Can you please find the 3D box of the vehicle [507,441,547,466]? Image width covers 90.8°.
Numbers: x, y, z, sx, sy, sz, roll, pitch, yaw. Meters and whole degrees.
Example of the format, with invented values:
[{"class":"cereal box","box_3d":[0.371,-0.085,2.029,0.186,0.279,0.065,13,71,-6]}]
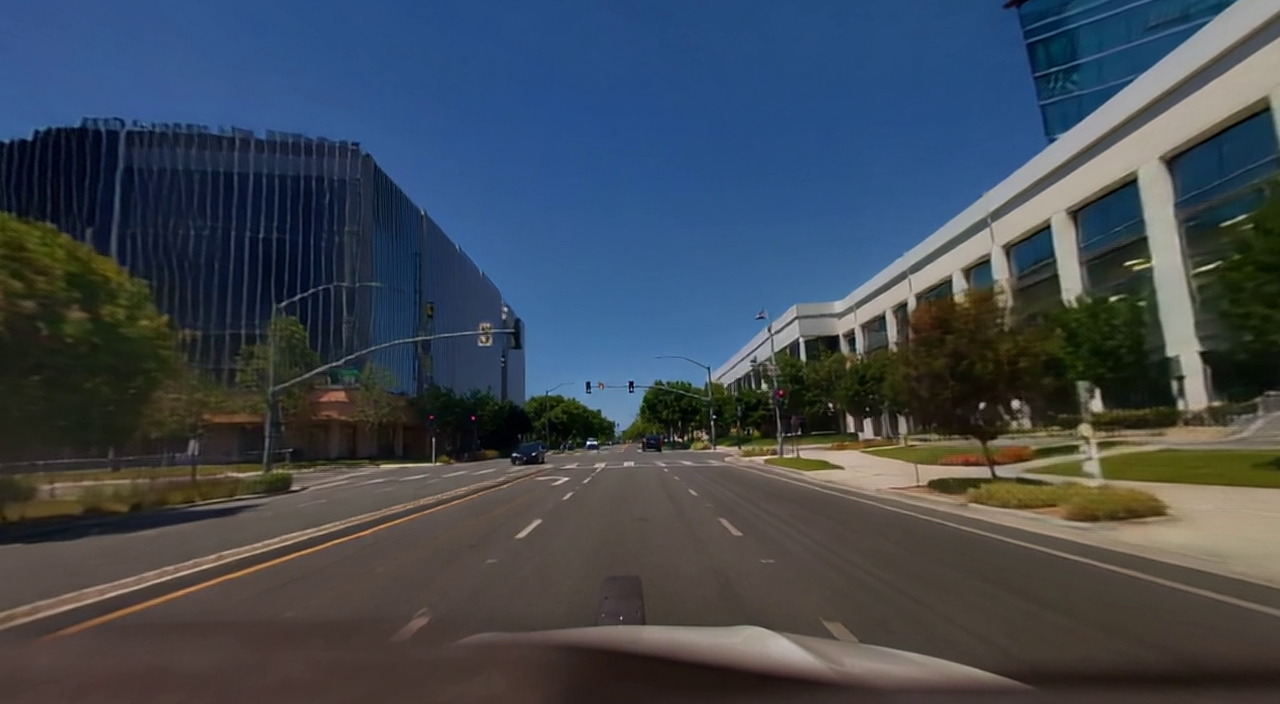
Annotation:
[{"class":"vehicle","box_3d":[-8.197,7.415,46.278,2.165,1.685,4.274,0,-9,-1]}]
